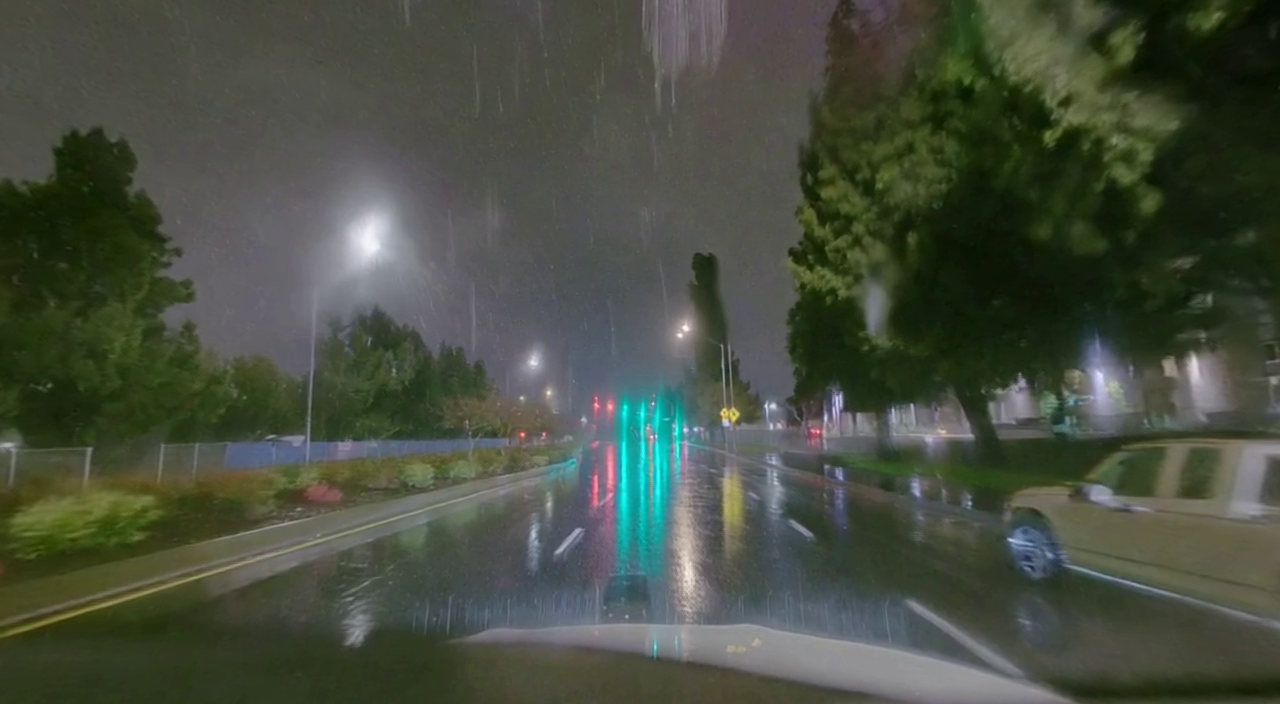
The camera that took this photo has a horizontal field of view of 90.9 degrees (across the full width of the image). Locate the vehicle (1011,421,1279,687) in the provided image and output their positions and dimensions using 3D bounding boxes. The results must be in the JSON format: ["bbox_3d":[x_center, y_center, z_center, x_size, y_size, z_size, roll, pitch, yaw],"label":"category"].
[{"bbox_3d":[4.548,1.136,3.653,2.018,1.456,4.451,0,-8,-1],"label":"vehicle"}]
